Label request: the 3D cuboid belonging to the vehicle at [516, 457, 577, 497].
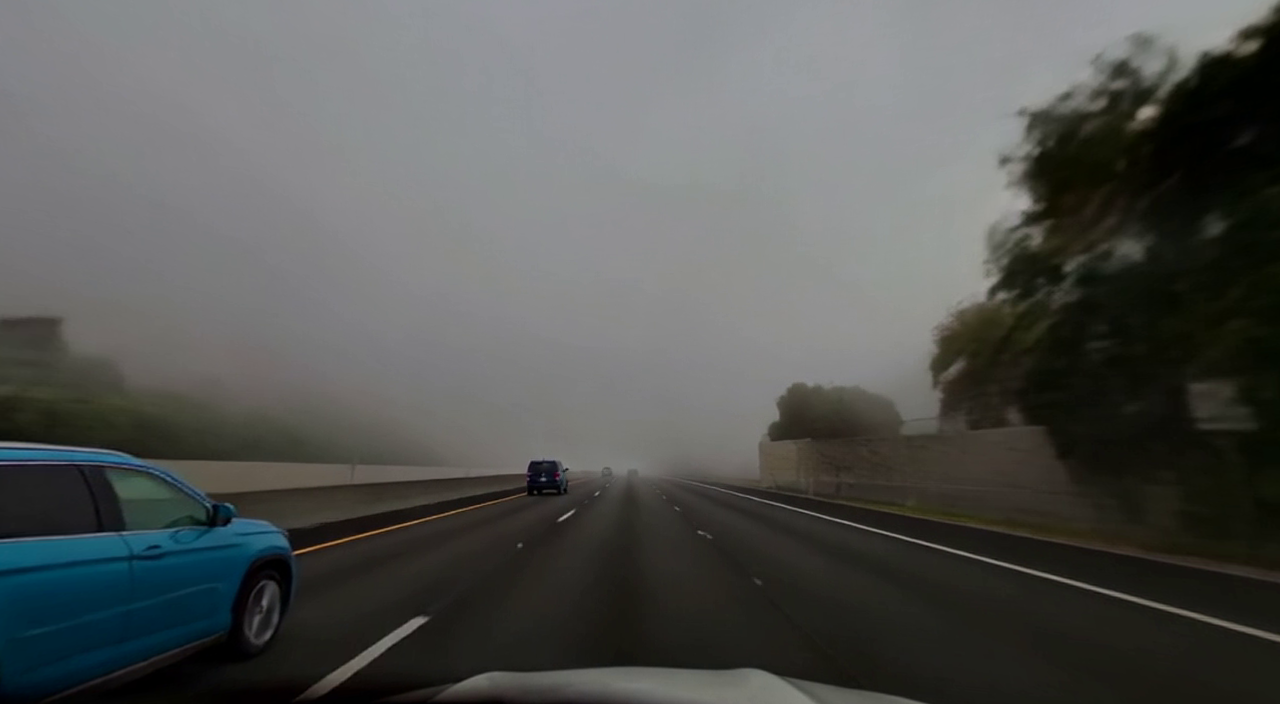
[{"bbox_3d":[-4.419,5.999,30.498,2.178,1.736,4.847,1,-10,0],"label":"vehicle"}]
